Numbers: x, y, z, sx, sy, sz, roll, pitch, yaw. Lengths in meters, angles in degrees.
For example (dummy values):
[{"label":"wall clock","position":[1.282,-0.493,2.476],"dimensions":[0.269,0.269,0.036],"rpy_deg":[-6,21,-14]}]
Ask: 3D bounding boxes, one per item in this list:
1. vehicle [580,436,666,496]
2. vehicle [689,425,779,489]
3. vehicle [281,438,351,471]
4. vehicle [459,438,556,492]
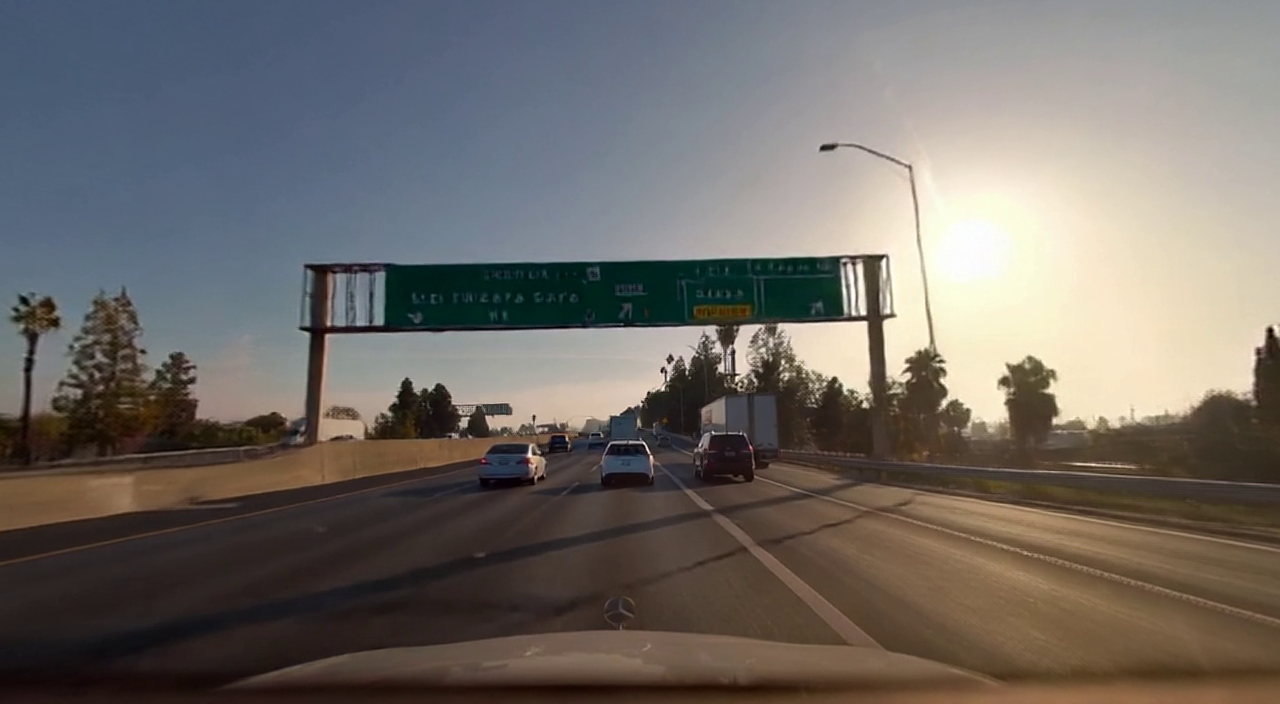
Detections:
[{"label":"vehicle","position":[-0.441,3.166,17.873],"dimensions":[2.136,1.470,3.971],"rpy_deg":[0,-8,0]},{"label":"vehicle","position":[2.967,3.440,20.972],"dimensions":[2.173,1.870,4.499],"rpy_deg":[0,-8,-2]},{"label":"vehicle","position":[-19.888,6.284,38.890],"dimensions":[2.038,1.886,4.746],"rpy_deg":[0,-8,-4]},{"label":"vehicle","position":[-3.876,3.385,19.236],"dimensions":[1.998,1.423,4.436],"rpy_deg":[0,-8,0]}]
